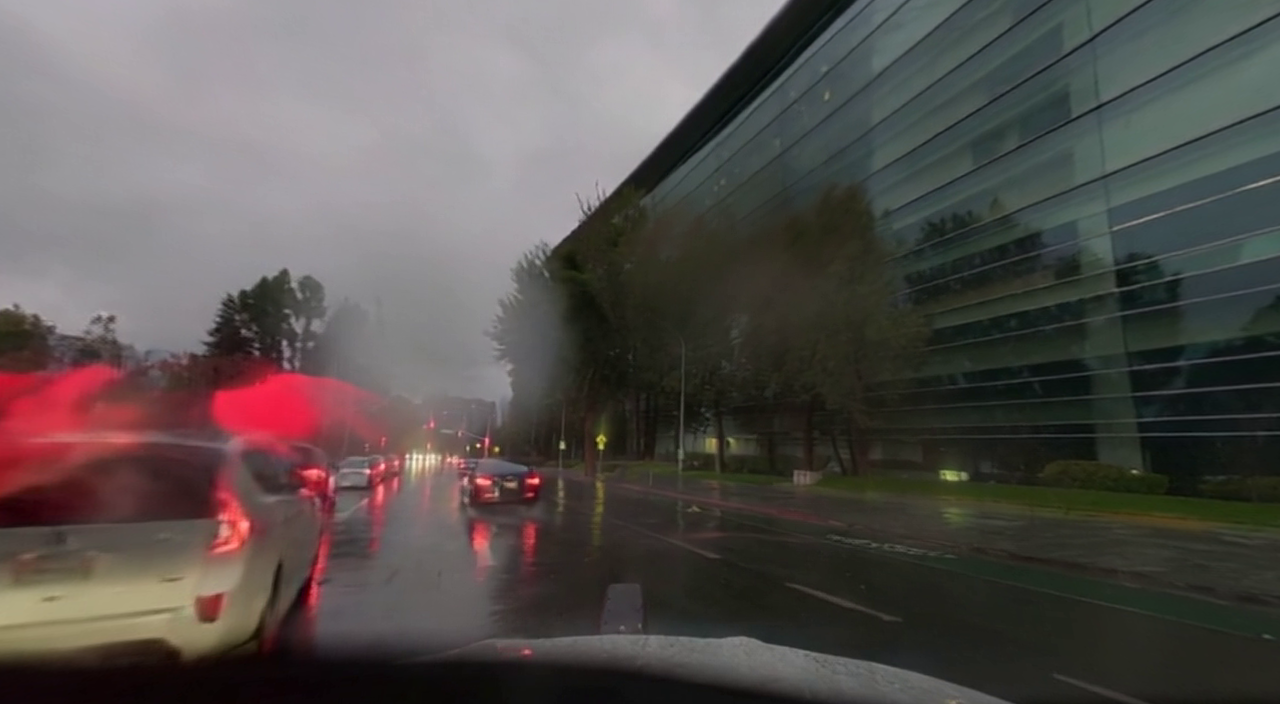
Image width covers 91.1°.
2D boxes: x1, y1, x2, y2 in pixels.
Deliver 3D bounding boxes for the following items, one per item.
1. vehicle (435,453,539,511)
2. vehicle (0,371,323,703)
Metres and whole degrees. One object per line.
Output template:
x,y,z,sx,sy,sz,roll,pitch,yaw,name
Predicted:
-4.956,3.987,19.748,2.205,1.537,4.895,6,-11,-24,vehicle
-4.135,1.366,5.515,2.275,1.819,4.883,4,-10,-26,vehicle
